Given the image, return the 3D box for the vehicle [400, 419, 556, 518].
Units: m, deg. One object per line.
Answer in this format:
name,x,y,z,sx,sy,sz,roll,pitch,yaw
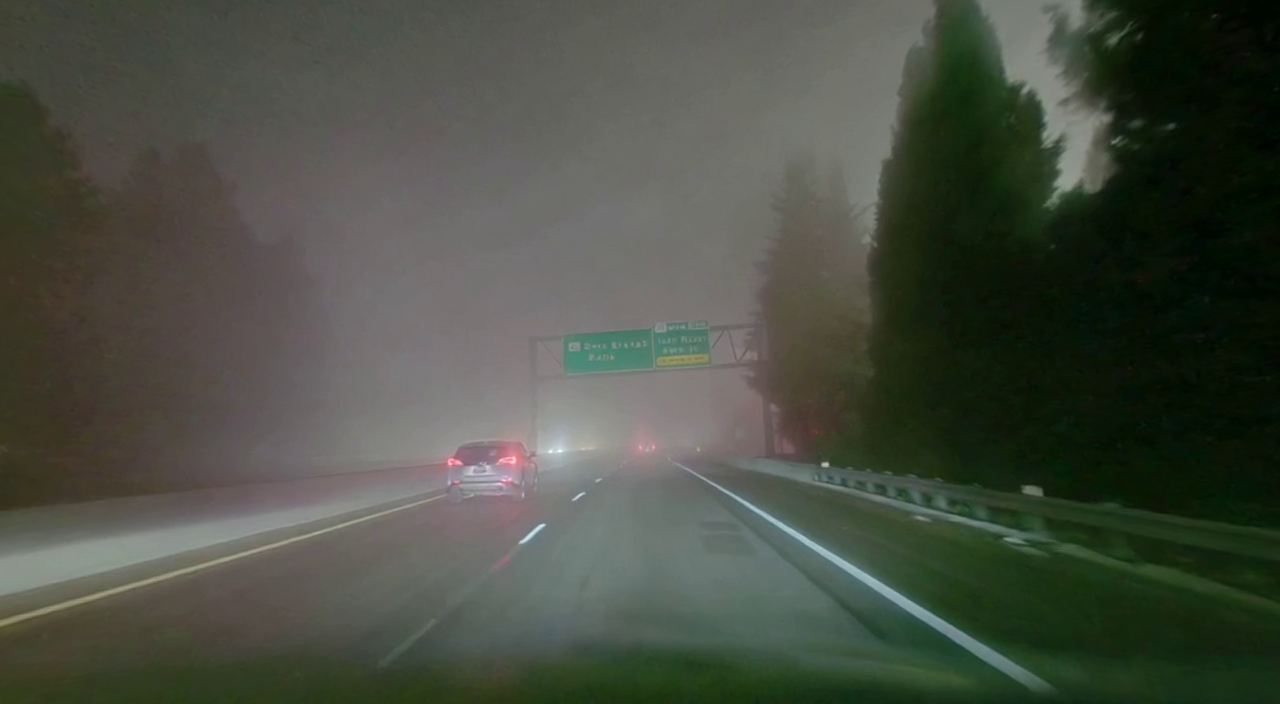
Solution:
vehicle,-3.473,2.661,14.966,2.143,1.851,5.817,-1,-9,0
